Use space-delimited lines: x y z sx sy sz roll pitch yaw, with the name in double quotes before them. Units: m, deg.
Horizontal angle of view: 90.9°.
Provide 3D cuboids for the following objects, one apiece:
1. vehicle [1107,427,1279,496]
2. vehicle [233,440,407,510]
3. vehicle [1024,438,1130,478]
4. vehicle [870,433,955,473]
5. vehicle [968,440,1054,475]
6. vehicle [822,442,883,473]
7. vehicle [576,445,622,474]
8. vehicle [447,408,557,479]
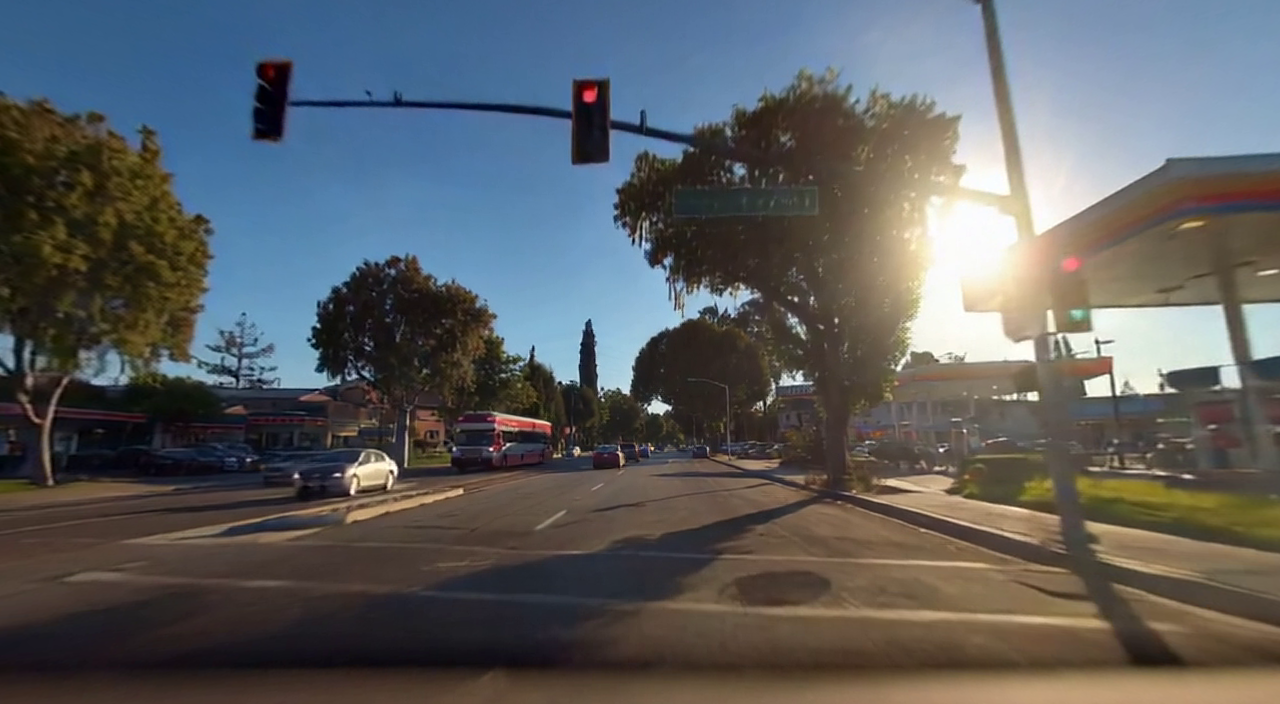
"vehicle" 18.457 3.509 20.519 2.186 1.928 5.816 0 -9 2
"vehicle" -8.016 3.063 16.410 2.099 1.467 4.596 -2 -8 1
"vehicle" 22.207 5.375 32.269 1.922 1.861 4.340 1 -9 -6
"vehicle" 13.880 5.199 32.526 2.015 1.839 5.416 0 -9 1
"vehicle" 19.067 5.430 32.675 1.845 1.650 4.651 -1 -9 3
"vehicle" 10.948 5.481 32.870 1.888 1.465 4.727 0 -9 5
"vehicle" -2.115 5.709 33.719 1.959 1.406 4.272 0 -9 2
"vehicle" -7.537 5.339 36.980 3.056 3.289 13.199 -2 -8 2
